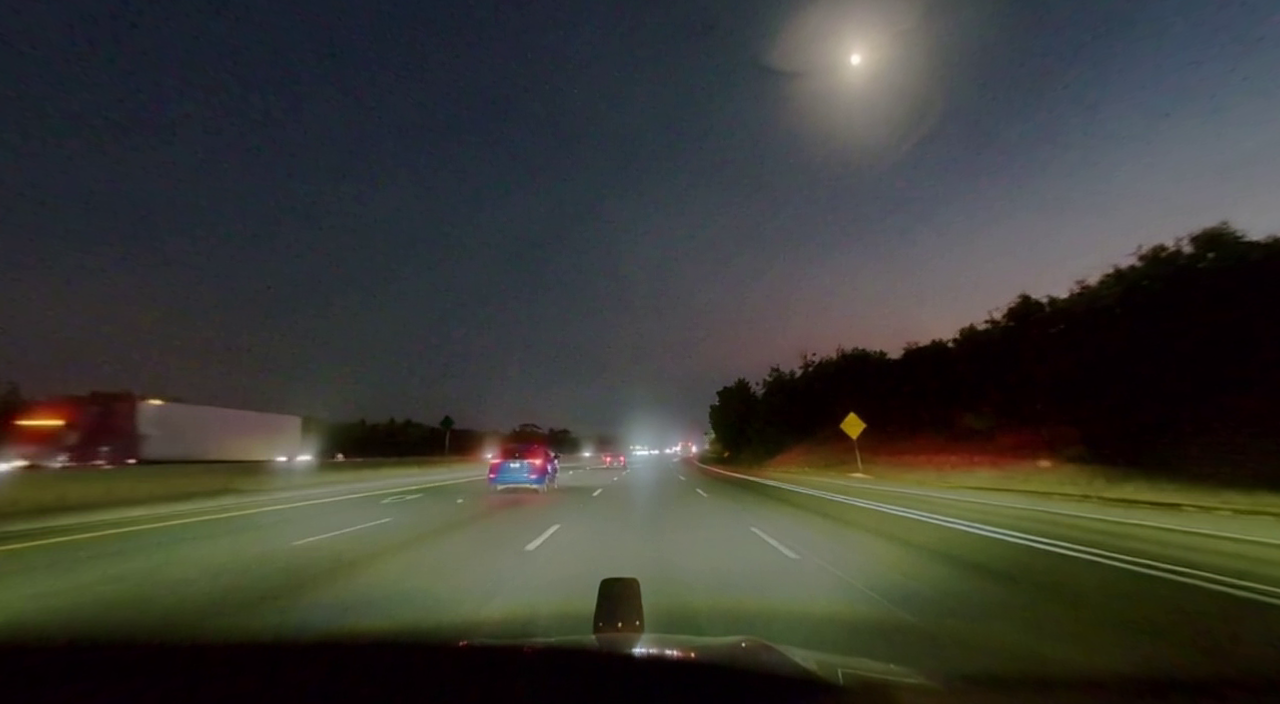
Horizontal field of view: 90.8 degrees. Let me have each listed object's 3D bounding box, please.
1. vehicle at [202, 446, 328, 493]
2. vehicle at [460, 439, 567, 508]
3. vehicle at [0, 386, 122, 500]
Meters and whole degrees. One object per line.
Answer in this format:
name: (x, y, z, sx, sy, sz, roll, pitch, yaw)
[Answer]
vehicle: (-14.955, 4.666, 25.582, 2.011, 1.695, 4.820, 0, -9, 2)
vehicle: (-3.286, 3.251, 17.329, 2.016, 1.623, 4.126, 0, -9, 1)
vehicle: (-23.012, 3.457, 24.042, 2.979, 3.977, 3.790, 0, -9, 1)
